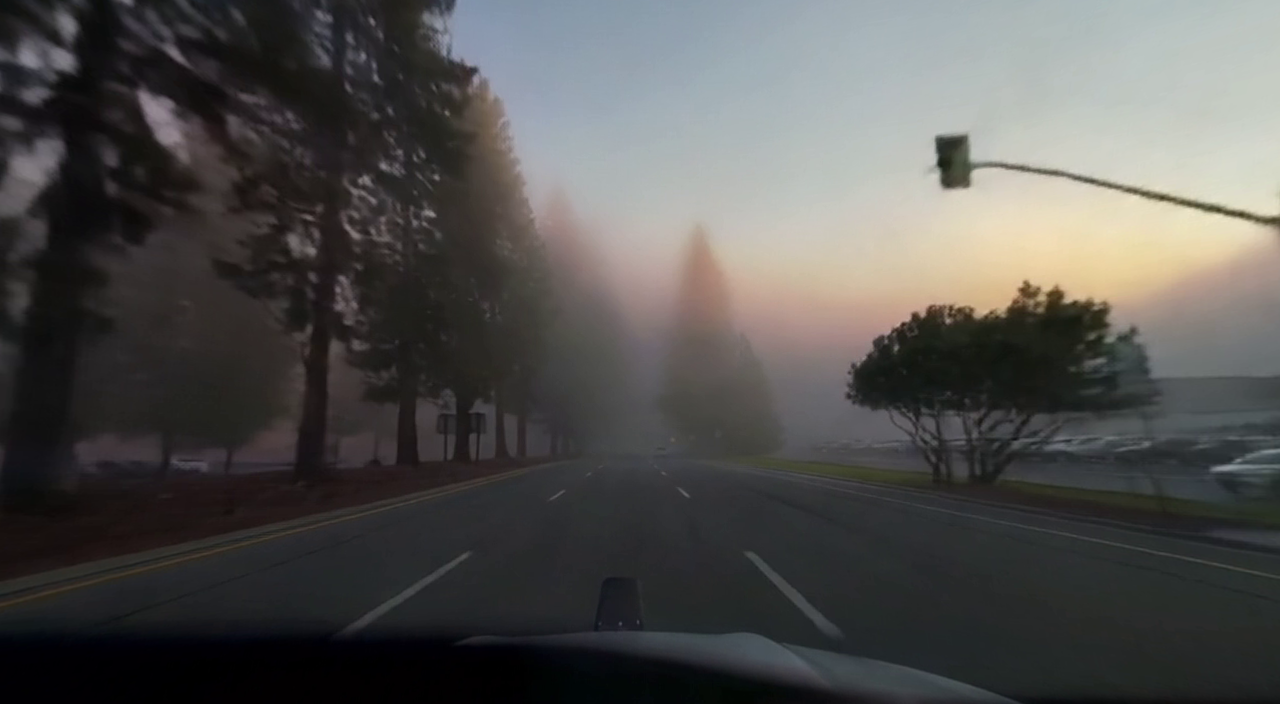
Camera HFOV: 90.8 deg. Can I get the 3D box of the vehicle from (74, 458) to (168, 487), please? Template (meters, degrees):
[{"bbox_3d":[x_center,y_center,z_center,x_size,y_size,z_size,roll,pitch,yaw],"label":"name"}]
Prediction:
[{"bbox_3d":[-33.036,7.664,40.404,1.998,1.538,4.666,-2,-9,1],"label":"vehicle"}]

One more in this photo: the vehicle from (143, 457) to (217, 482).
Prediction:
[{"bbox_3d":[-32.912,8.397,45.355,1.994,1.599,4.308,-2,-9,0],"label":"vehicle"}]
